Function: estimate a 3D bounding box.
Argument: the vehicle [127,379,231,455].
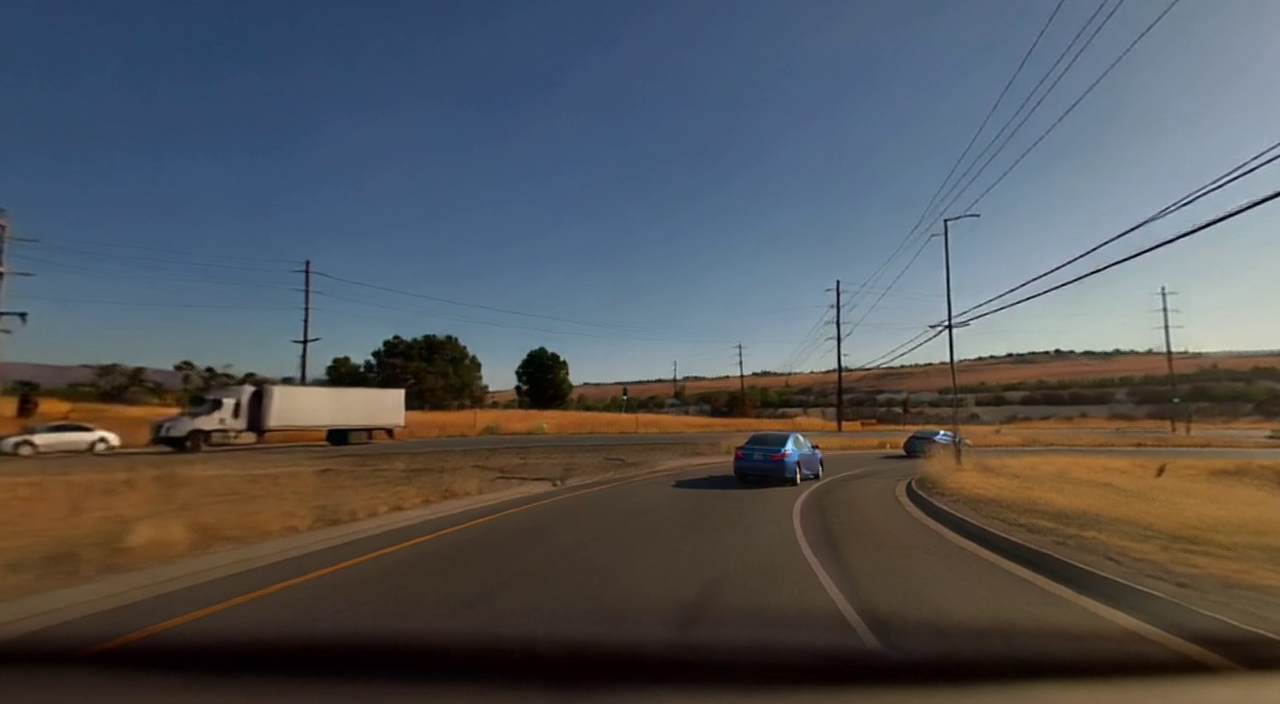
[{"bbox_3d":[-23.888,3.459,32.708,3.911,3.666,2.936,7,-11,-39],"label":"vehicle"}]

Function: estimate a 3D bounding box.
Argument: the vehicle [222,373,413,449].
[{"bbox_3d":[-18.640,3.660,37.067,9.356,3.992,2.808,7,-11,-39],"label":"vehicle"}]

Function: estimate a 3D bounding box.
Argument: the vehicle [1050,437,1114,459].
[{"bbox_3d":[33.177,7.187,47.322,4.102,1.552,1.931,3,-9,-23],"label":"vehicle"}]

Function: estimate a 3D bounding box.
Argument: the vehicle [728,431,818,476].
[{"bbox_3d":[4.790,3.527,22.204,2.026,1.407,4.374,-4,-9,26],"label":"vehicle"}]

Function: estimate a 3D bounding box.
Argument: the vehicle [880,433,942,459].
[{"bbox_3d":[16.455,5.690,38.209,4.307,1.465,1.836,8,-12,-43],"label":"vehicle"}]
